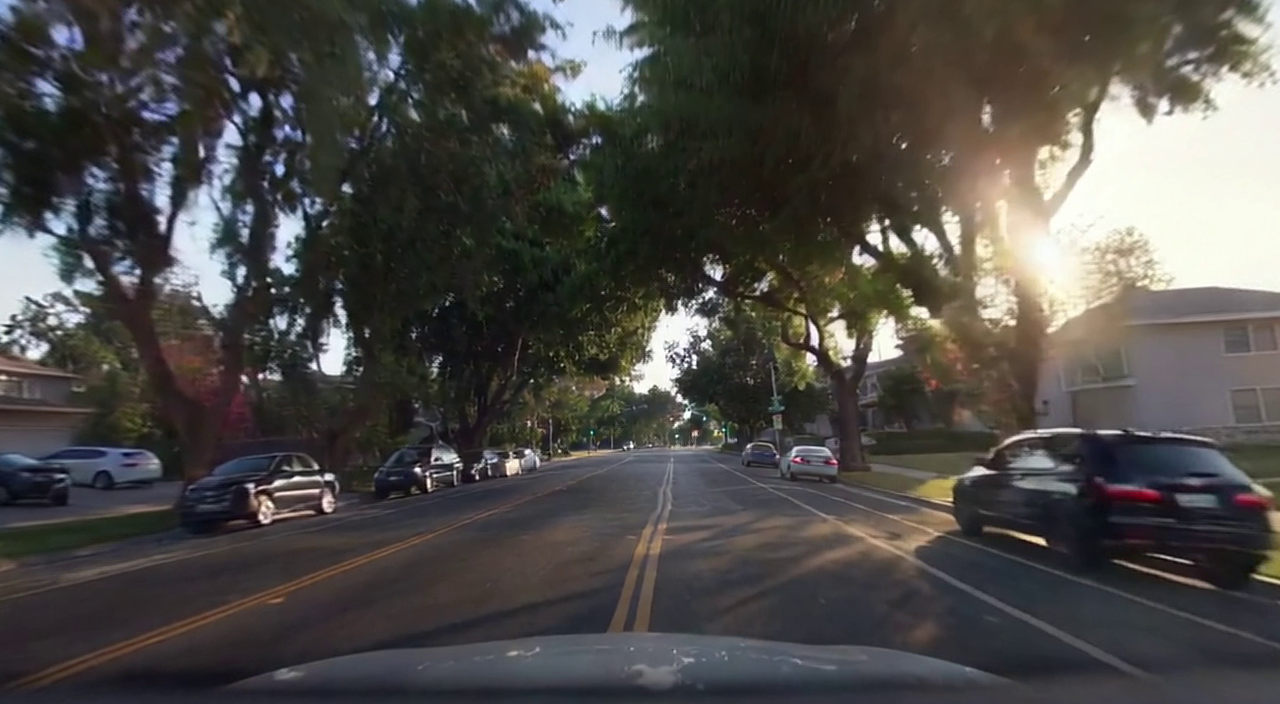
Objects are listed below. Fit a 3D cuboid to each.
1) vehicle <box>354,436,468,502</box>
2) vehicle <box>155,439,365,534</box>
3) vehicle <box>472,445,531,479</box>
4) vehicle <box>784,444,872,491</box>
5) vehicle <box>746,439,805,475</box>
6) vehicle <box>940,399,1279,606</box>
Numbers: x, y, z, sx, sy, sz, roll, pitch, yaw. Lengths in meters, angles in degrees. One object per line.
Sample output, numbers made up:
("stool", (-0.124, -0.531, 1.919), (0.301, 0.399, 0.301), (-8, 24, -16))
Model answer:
("vehicle", (-8.420, 4.305, 23.801), (2.225, 2.037, 5.158), (-4, -8, 2))
("vehicle", (-8.862, 3.171, 15.378), (2.117, 1.865, 4.570), (-3, -10, 2))
("vehicle", (-7.716, 6.151, 35.581), (2.135, 1.744, 4.340), (0, -8, 3))
("vehicle", (6.553, 4.040, 22.606), (1.908, 1.477, 4.920), (0, -8, 3))
("vehicle", (6.647, 5.169, 31.411), (2.155, 1.668, 4.425), (0, -8, 3))
("vehicle", (6.064, 1.714, 8.156), (2.215, 1.886, 4.577), (0, -8, 2))
